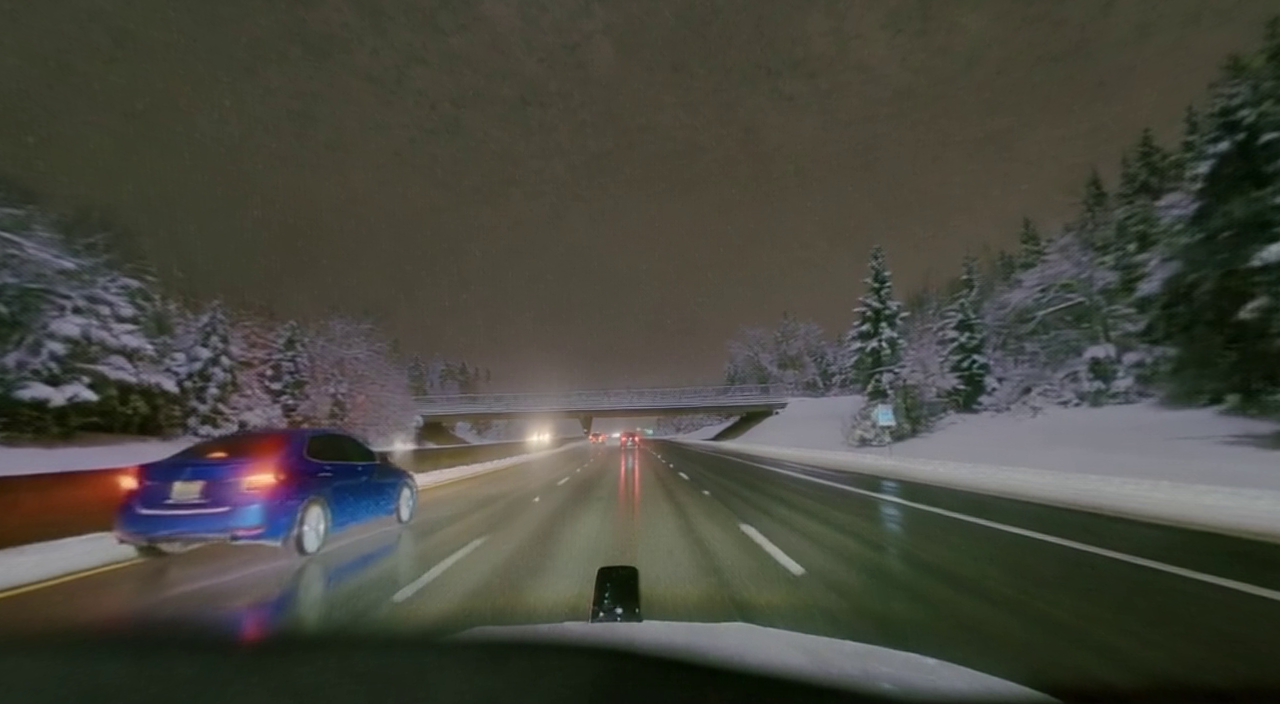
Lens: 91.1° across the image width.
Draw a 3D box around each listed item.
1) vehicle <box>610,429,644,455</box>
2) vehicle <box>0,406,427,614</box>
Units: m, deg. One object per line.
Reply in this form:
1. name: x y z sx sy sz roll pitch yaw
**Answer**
1. vehicle: -0.814 5.929 41.430 2.116 1.625 4.004 0 -8 -1
2. vehicle: -4.157 1.478 6.997 2.017 1.537 4.496 0 -8 0
